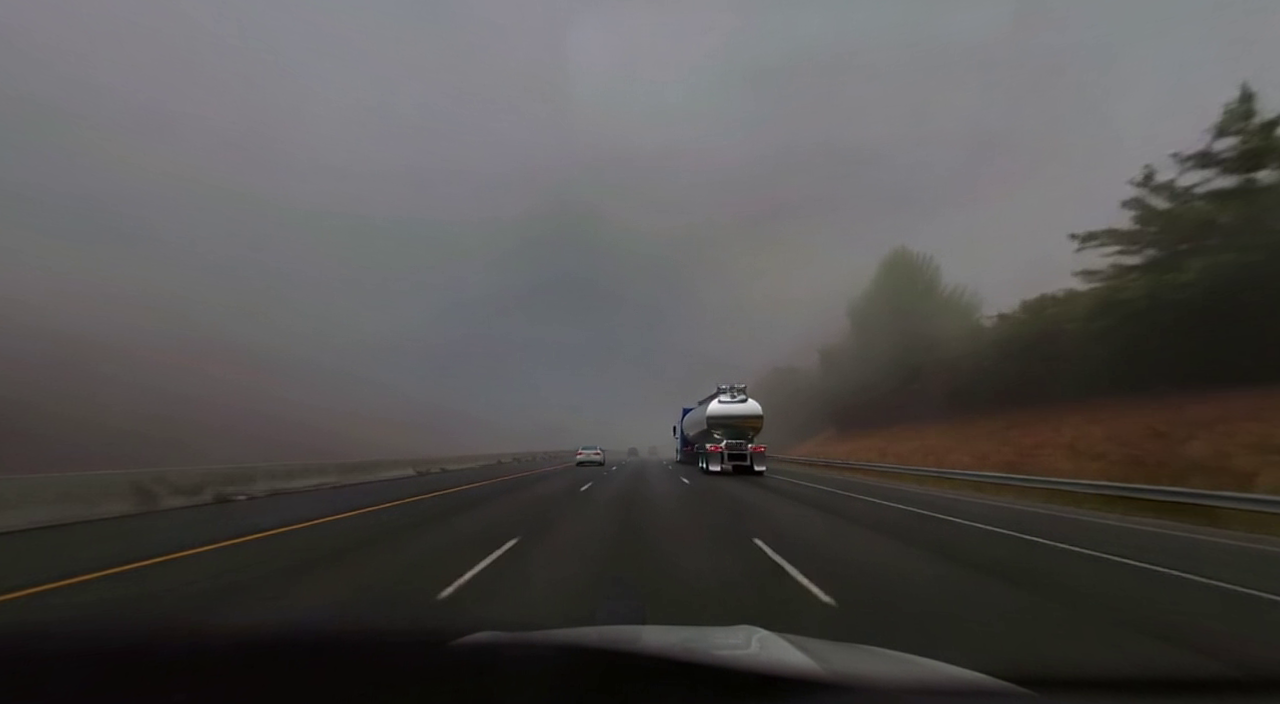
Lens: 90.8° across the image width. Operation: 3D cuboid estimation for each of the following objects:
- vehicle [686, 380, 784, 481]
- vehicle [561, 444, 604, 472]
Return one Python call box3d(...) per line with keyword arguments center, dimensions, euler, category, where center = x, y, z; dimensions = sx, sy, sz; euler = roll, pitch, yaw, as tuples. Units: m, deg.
box3d(center=(3.892, 3.664, 28.445), dimensions=(2.759, 3.734, 9.708), euler=(0, -9, -1), category="vehicle")
box3d(center=(-3.249, 6.084, 36.422), dimensions=(1.986, 1.458, 4.506), euler=(0, -9, 1), category="vehicle")
